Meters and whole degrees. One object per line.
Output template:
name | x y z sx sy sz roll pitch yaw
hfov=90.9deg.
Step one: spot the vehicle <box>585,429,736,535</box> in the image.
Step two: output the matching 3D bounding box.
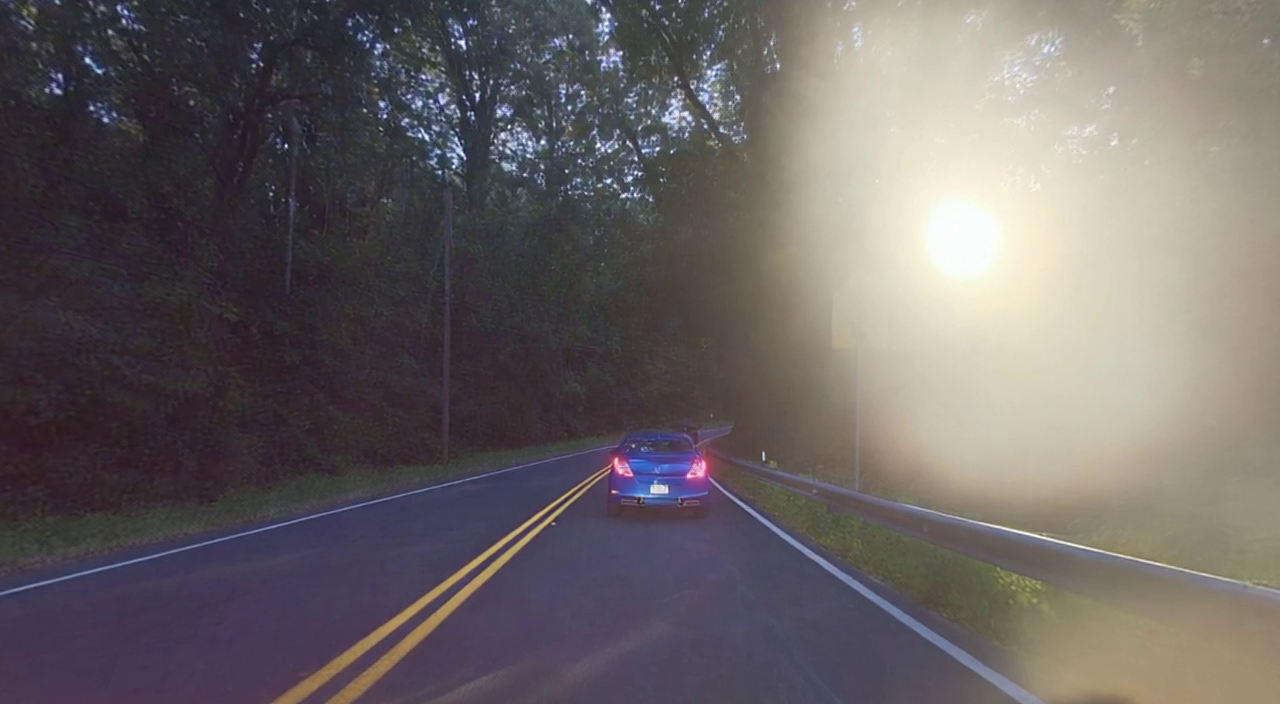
vehicle | 0.311 2.168 11.071 2.187 1.533 3.726 0 -8 1
